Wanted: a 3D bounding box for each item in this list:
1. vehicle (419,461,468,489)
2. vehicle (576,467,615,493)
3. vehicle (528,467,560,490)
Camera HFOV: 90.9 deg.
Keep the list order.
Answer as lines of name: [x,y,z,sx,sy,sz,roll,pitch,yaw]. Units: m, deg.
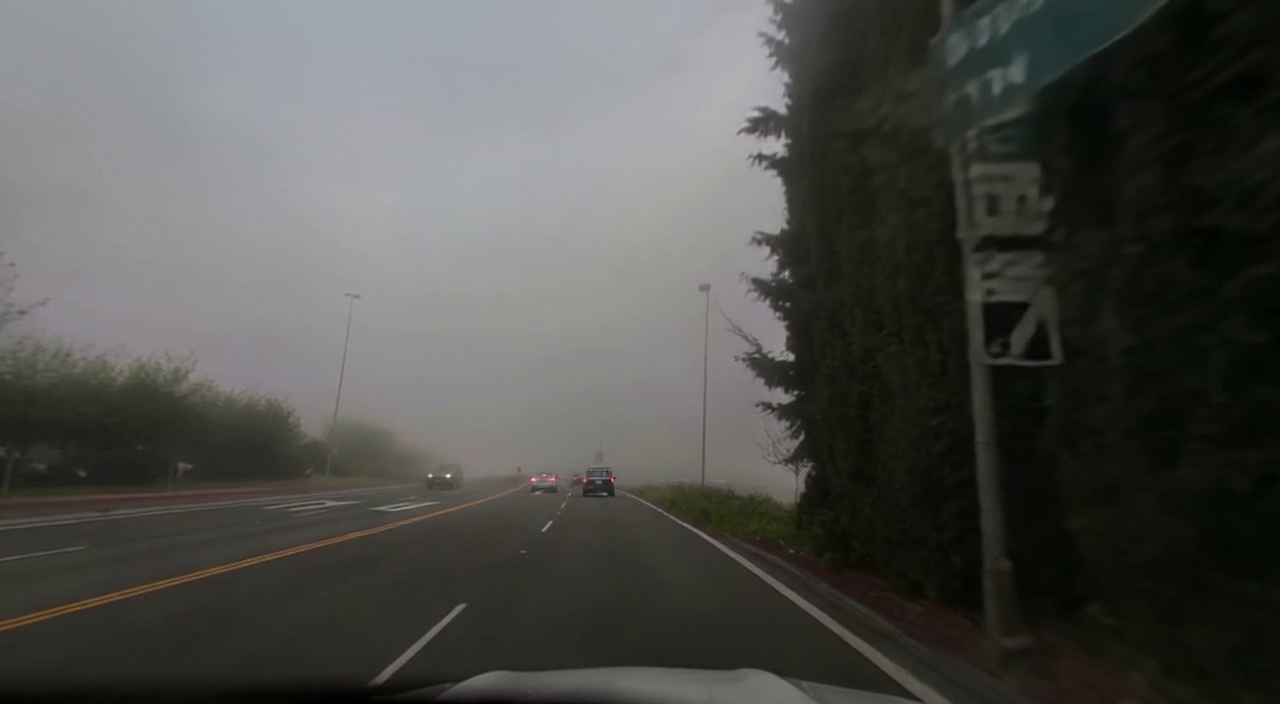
vehicle: [-12.812,8.069,41.356,2.183,1.665,4.498,2,-11,-7]
vehicle: [-2.852,7.978,39.349,2.129,1.471,4.258,2,-11,-7]
vehicle: [-6.760,8.929,44.682,2.030,1.441,4.806,2,-11,-7]
